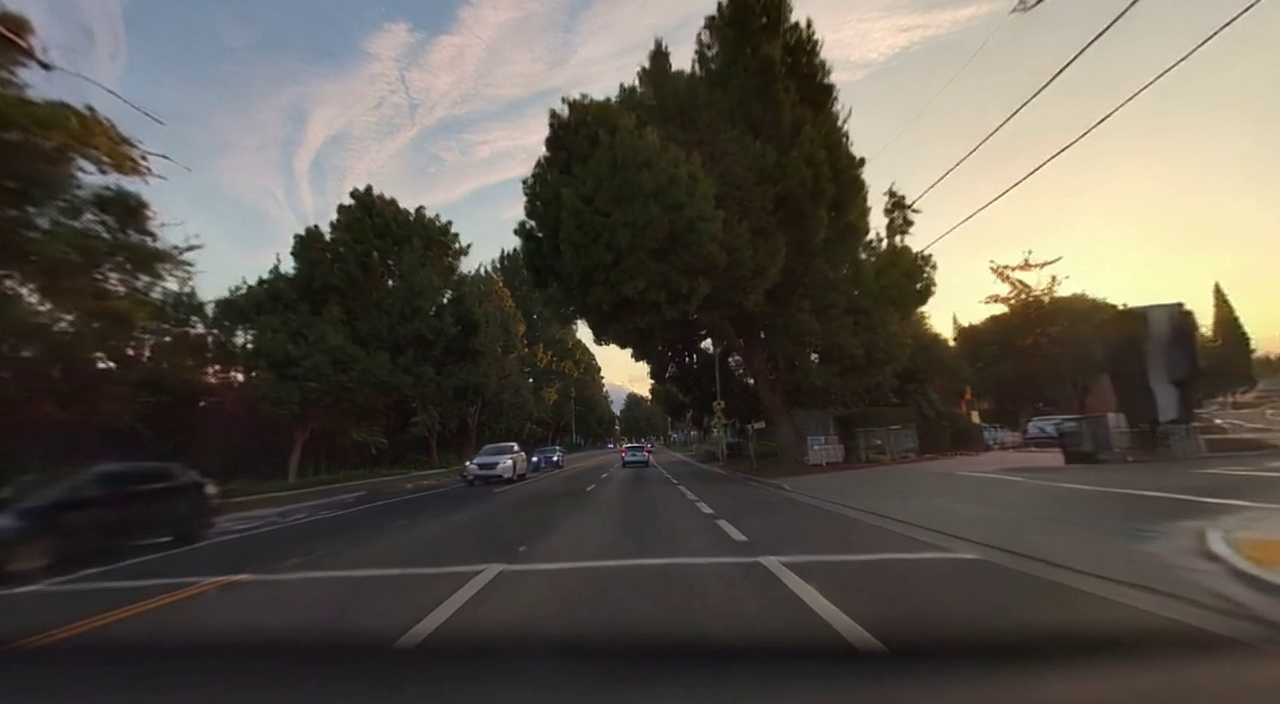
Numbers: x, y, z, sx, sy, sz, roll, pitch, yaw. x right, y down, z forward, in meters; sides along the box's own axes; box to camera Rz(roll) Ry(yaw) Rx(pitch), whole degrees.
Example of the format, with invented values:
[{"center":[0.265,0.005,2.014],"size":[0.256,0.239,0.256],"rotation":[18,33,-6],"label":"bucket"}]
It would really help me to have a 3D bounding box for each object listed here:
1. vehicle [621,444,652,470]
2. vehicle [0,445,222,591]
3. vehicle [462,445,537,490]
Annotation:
[{"center":[-0.277,7.479,45.401],"size":[2.163,1.746,4.073],"rotation":[0,-8,-1],"label":"vehicle"},{"center":[-9.293,2.417,9.993],"size":[2.123,1.844,4.747],"rotation":[0,-8,-1],"label":"vehicle"},{"center":[-5.902,4.879,27.205],"size":[2.143,1.735,4.737],"rotation":[-1,-8,0],"label":"vehicle"}]
